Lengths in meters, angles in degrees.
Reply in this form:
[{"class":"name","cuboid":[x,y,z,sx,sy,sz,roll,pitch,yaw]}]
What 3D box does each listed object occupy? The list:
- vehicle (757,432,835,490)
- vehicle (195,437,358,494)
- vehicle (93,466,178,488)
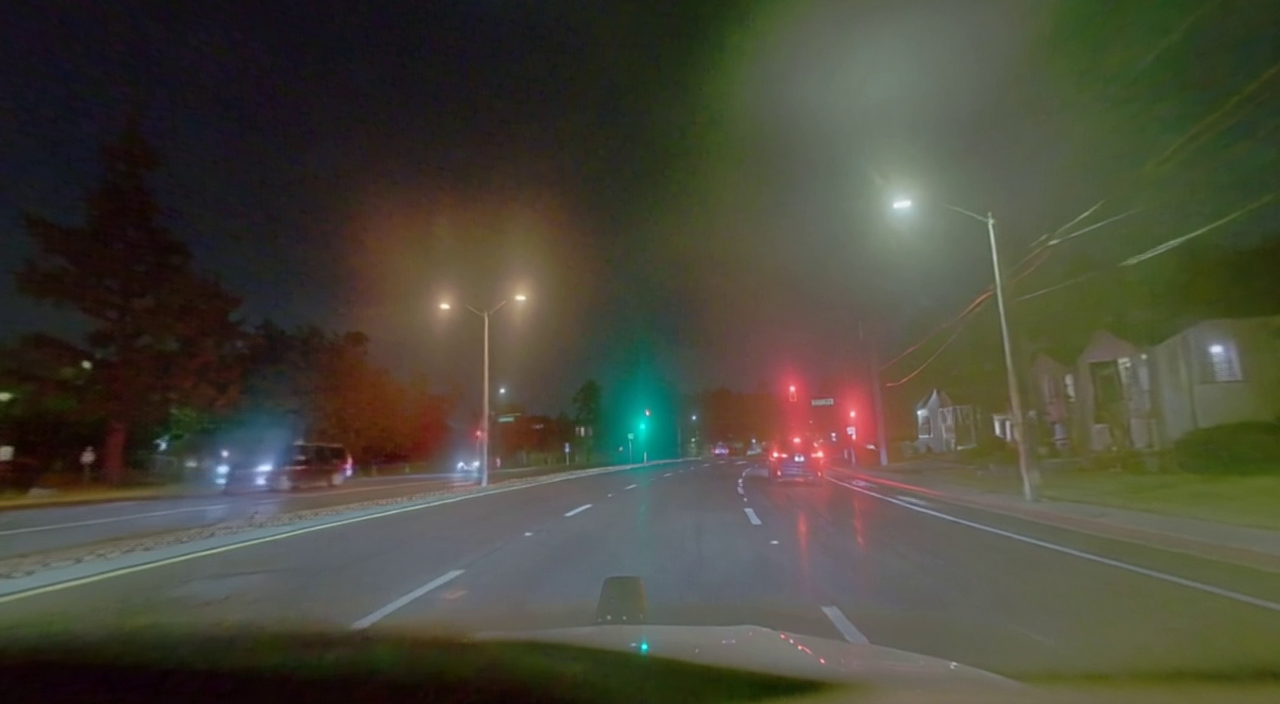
[{"class":"vehicle","cuboid":[5.513,3.899,22.889,2.141,1.833,4.704,-1,-8,7]},{"class":"vehicle","cuboid":[-14.393,4.499,25.627,2.555,2.009,6.050,-1,-8,6]},{"class":"vehicle","cuboid":[-38.138,9.425,47.764,1.718,1.432,4.577,-5,-10,28]}]
